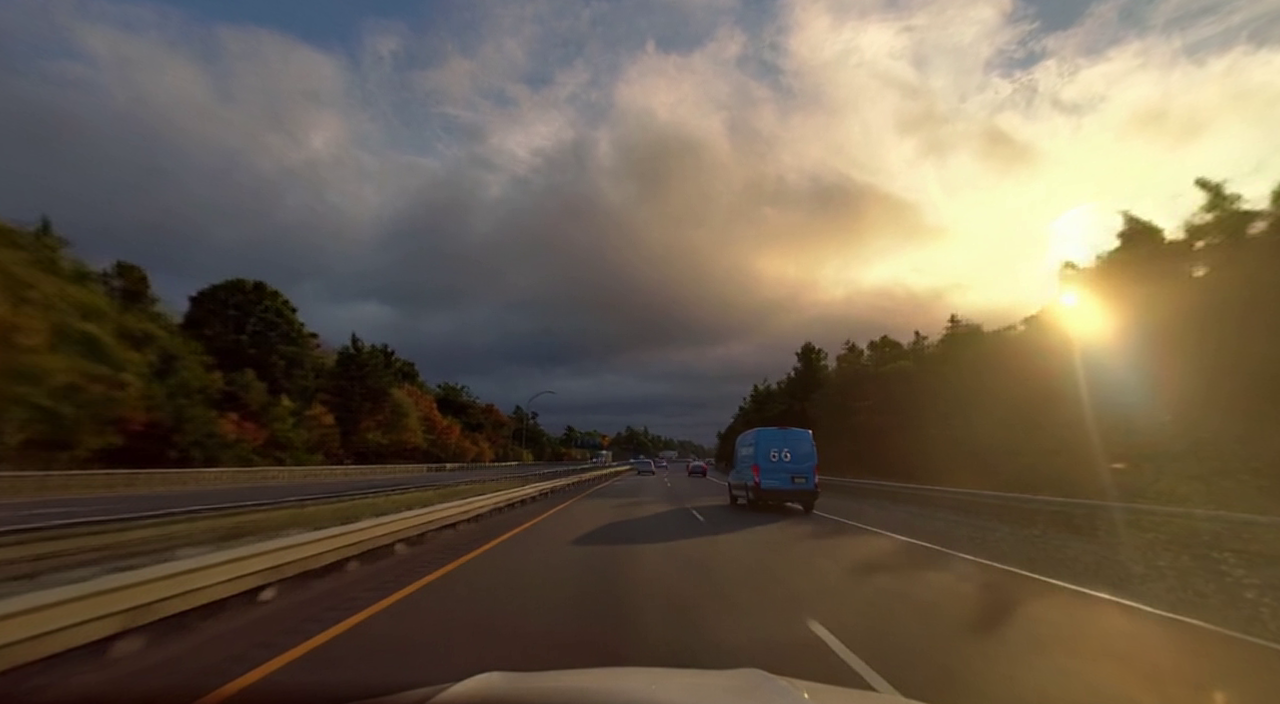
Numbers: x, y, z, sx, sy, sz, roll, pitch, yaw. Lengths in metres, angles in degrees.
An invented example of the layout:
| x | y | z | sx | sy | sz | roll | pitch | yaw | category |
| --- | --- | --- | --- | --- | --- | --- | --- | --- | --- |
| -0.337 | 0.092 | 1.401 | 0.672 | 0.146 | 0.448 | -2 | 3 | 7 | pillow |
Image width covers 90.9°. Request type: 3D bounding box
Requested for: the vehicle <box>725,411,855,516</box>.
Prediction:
| x | y | z | sx | sy | sz | roll | pitch | yaw | category |
| --- | --- | --- | --- | --- | --- | --- | --- | --- | --- |
| 4.162 | 3.327 | 18.755 | 2.366 | 2.595 | 5.793 | 1 | -11 | -1 | vehicle |
